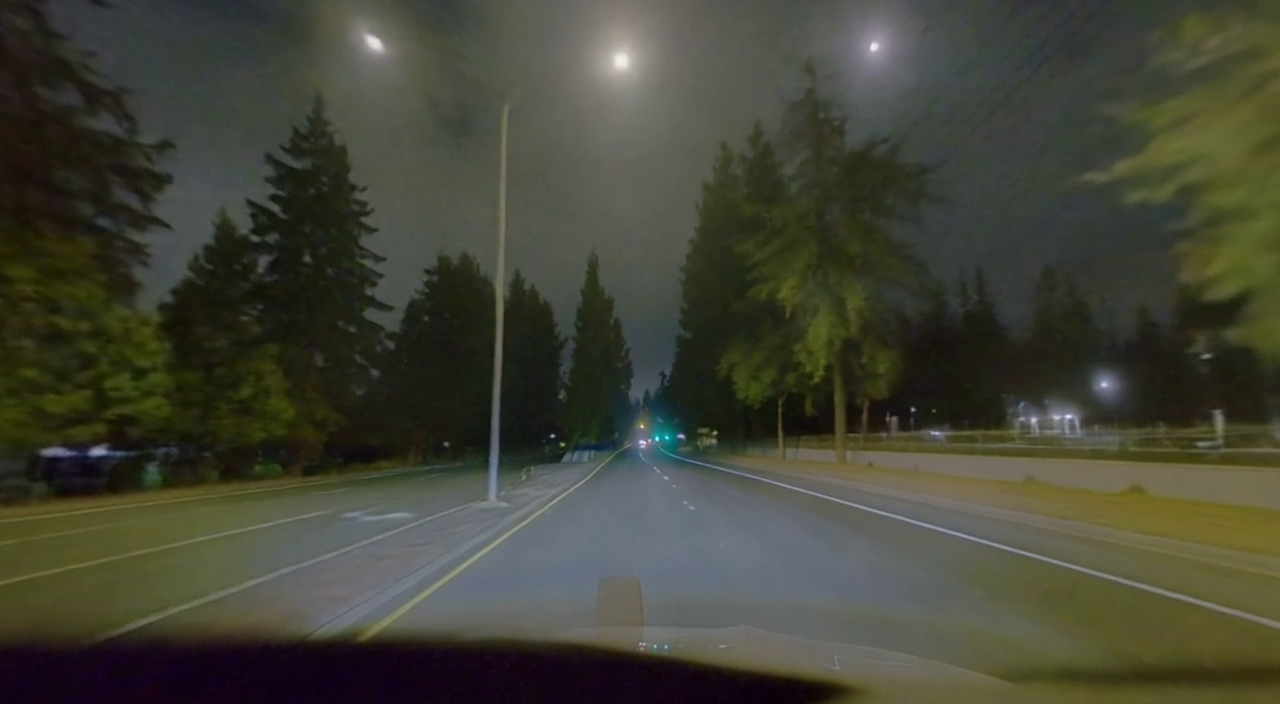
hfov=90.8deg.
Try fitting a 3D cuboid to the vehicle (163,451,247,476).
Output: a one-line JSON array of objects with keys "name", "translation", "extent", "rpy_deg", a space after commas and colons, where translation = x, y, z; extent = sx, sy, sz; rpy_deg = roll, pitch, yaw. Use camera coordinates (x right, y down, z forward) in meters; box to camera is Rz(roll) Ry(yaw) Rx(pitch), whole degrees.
[{"name": "vehicle", "translation": [-28.280, 7.290, 41.157], "extent": [3.938, 1.485, 2.055], "rpy_deg": [1, -10, 3]}]

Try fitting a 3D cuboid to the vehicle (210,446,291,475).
[{"name": "vehicle", "translation": [-26.901, 7.499, 43.717], "extent": [4.362, 1.733, 2.041], "rpy_deg": [-2, -6, 1]}]

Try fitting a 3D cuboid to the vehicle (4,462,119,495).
[{"name": "vehicle", "translation": [-27.437, 5.998, 30.023], "extent": [3.706, 1.426, 1.668], "rpy_deg": [0, -9, -2]}]
